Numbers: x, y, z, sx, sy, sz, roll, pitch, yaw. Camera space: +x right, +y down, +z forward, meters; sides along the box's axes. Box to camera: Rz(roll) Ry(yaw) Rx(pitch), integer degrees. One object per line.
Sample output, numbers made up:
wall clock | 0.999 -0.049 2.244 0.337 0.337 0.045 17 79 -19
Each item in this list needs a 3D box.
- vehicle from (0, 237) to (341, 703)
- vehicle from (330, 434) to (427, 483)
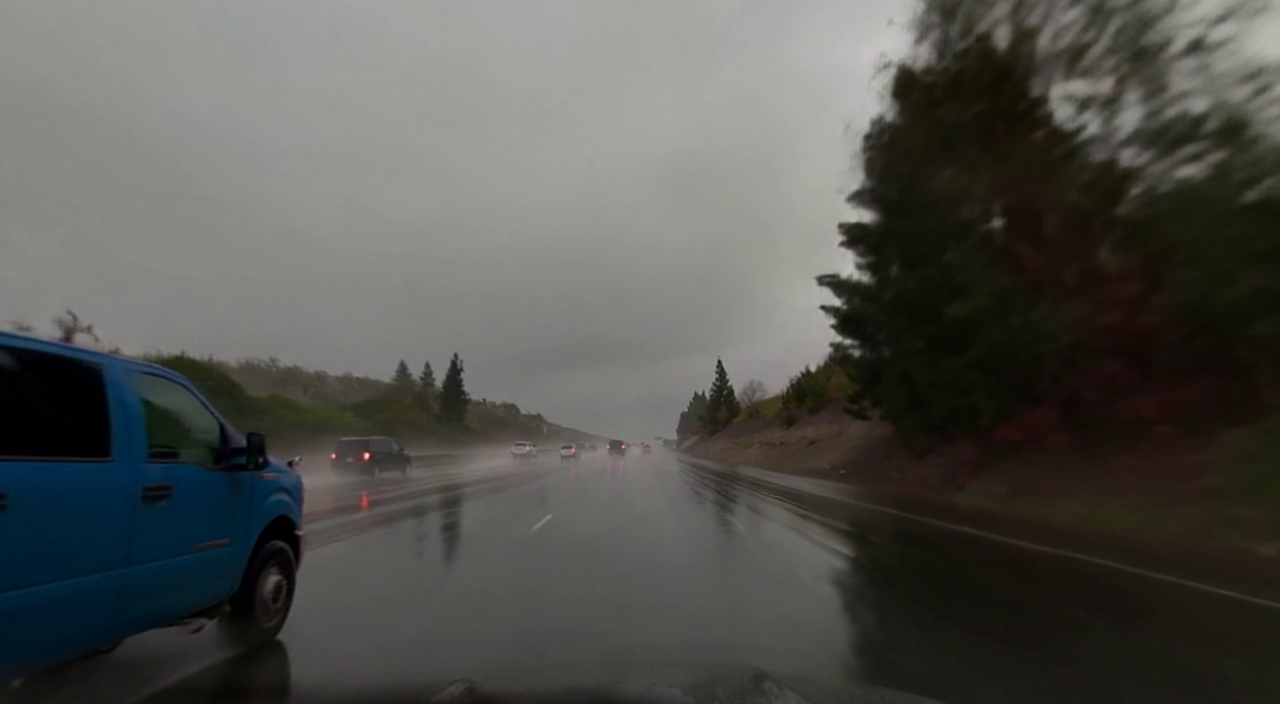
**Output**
vehicle | -3.510 0.546 1.513 2.483 2.100 6.208 0 -9 0
vehicle | -11.034 4.513 27.080 2.012 1.875 4.895 0 -9 0
